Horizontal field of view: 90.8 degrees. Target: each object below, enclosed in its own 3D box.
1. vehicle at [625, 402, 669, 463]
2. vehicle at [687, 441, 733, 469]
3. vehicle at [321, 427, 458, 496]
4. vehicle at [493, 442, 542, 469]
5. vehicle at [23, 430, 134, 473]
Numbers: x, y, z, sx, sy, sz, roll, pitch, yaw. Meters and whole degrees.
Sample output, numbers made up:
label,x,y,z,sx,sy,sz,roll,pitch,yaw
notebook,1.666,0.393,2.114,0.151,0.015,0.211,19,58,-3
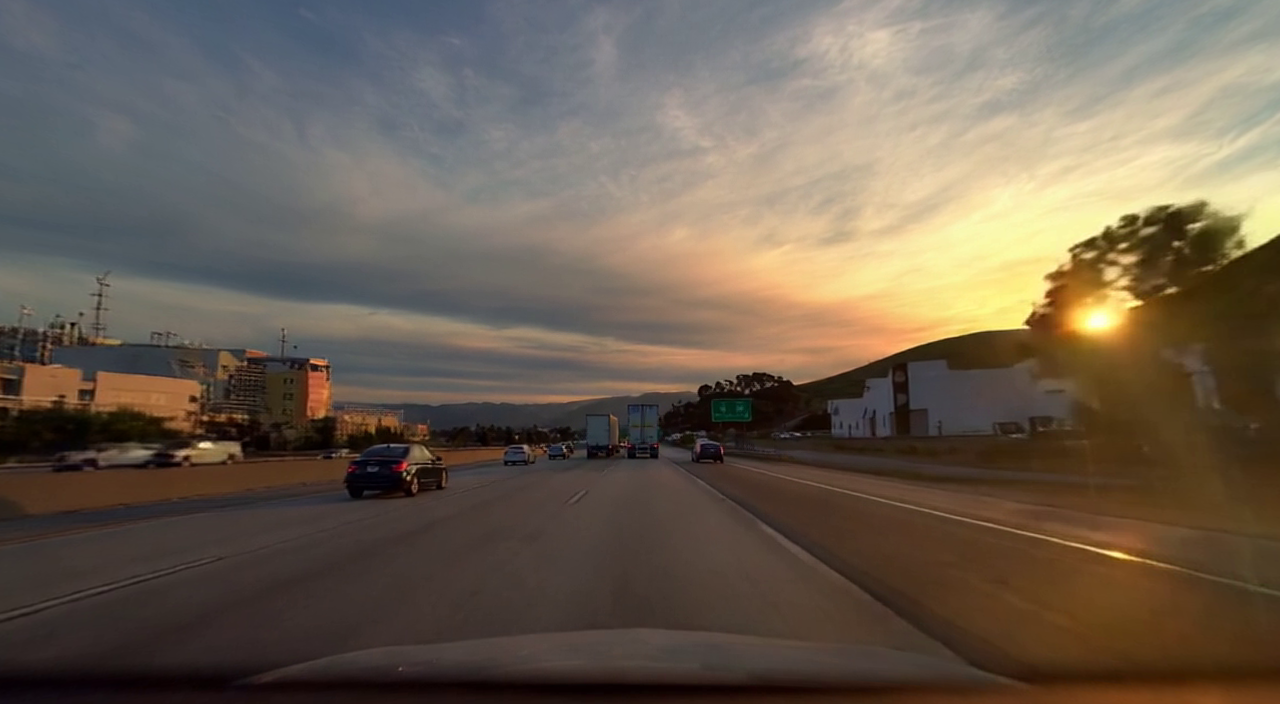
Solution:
label,x,y,z,sx,sy,sz,roll,pitch,yaw
vehicle,0.395,6.306,48.612,2.969,4.104,10.906,0,-9,-1
vehicle,3.756,5.646,34.738,2.006,1.452,4.246,0,-9,-1
vehicle,-7.071,3.160,18.470,2.122,1.754,4.379,0,-9,1
vehicle,-7.167,6.096,37.375,1.891,1.460,4.506,0,-9,1
vehicle,-40.730,7.229,46.030,2.899,2.889,5.481,-1,-8,0
